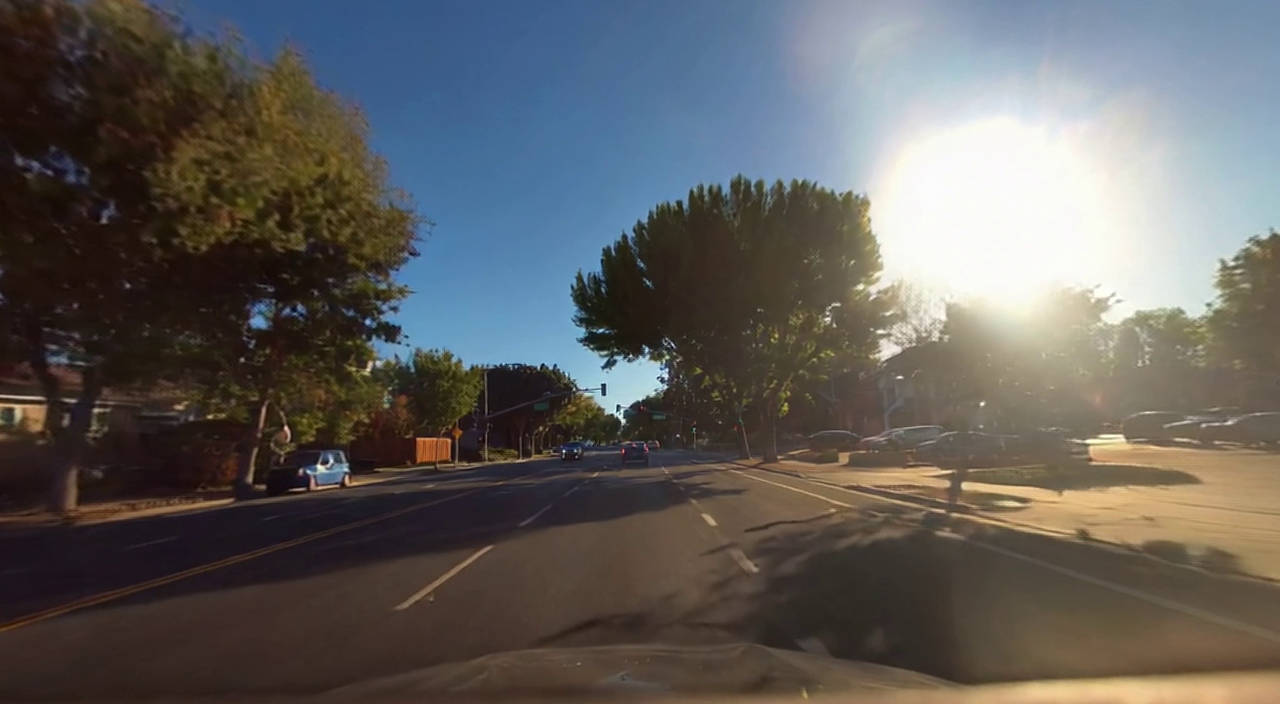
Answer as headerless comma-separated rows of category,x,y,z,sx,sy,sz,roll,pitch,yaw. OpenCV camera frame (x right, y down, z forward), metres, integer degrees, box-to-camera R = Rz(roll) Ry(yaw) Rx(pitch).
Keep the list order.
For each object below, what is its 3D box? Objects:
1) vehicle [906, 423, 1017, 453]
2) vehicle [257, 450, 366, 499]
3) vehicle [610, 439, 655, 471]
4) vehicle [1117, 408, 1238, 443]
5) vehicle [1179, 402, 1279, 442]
vehicle,16.740,4.520,33.054,4.658,1.495,1.978,0,-9,-1
vehicle,-13.008,4.835,25.411,1.957,1.754,4.393,-1,-9,1
vehicle,-0.350,5.127,31.602,2.104,1.462,3.991,0,-9,0
vehicle,28.277,3.912,33.337,4.532,1.545,1.940,-2,-9,-2
vehicle,27.532,3.177,28.349,4.736,1.646,2.037,-1,-9,0
